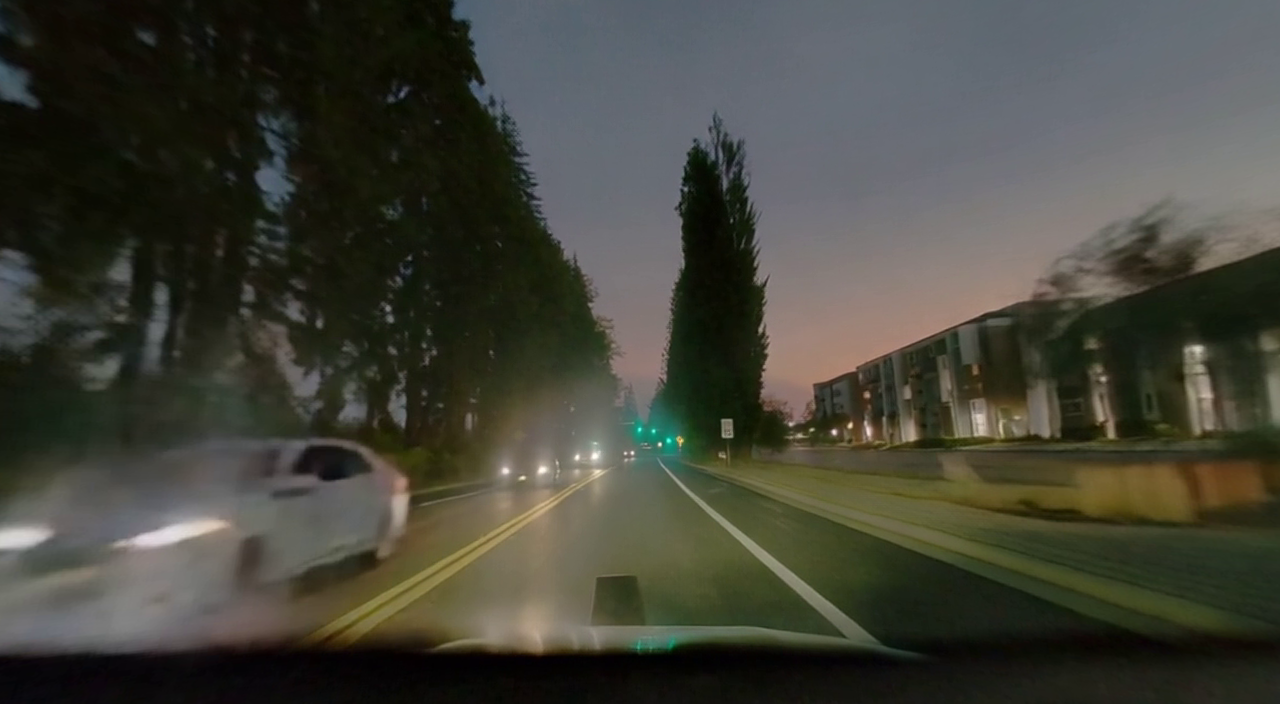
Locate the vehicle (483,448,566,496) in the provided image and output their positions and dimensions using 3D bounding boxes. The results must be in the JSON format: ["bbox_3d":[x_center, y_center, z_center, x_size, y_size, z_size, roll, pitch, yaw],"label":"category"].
[{"bbox_3d":[-3.941,4.159,22.341,2.031,1.477,4.450,0,-9,1],"label":"vehicle"}]

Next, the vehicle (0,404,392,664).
[{"bbox_3d":[-4.439,1.534,6.431,1.984,1.705,4.346,0,-9,1],"label":"vehicle"}]

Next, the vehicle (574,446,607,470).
[{"bbox_3d":[-3.807,8.243,49.381,2.124,1.754,4.791,0,-9,1],"label":"vehicle"}]
